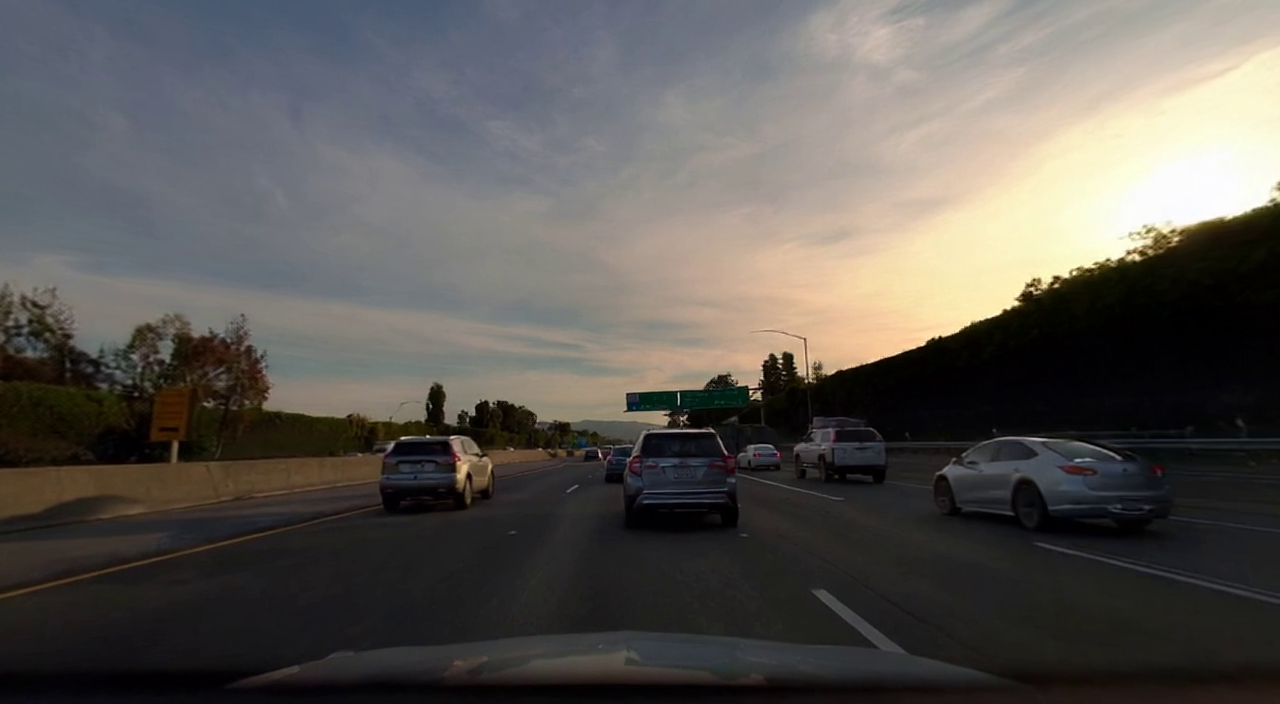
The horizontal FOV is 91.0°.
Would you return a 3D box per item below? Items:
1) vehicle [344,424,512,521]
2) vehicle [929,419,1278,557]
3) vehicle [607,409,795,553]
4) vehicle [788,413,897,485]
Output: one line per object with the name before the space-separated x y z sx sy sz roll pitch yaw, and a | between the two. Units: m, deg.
vehicle | -4.347 2.557 13.892 2.047 1.755 4.638 0 -9 0
vehicle | 6.674 1.994 9.914 1.972 1.647 4.429 0 -9 -2
vehicle | 0.662 1.889 9.790 2.230 1.740 3.976 1 -9 -4
vehicle | 7.771 3.843 24.994 2.390 2.503 5.788 0 -9 0
